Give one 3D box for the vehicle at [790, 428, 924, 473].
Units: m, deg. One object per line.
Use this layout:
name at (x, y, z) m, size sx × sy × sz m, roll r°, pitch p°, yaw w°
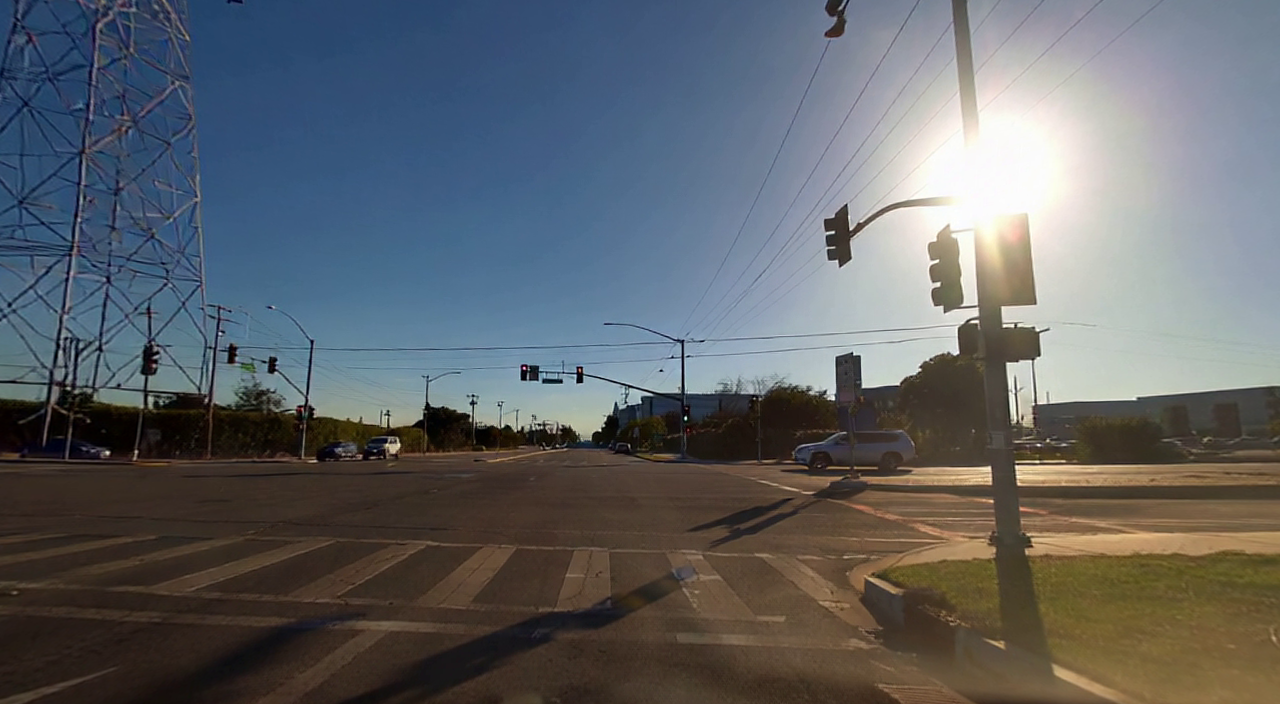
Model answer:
vehicle at (8.705, 4.020, 25.724) m, size 4.884 × 1.714 × 2.021 m, roll -2°, pitch -9°, yaw 12°
